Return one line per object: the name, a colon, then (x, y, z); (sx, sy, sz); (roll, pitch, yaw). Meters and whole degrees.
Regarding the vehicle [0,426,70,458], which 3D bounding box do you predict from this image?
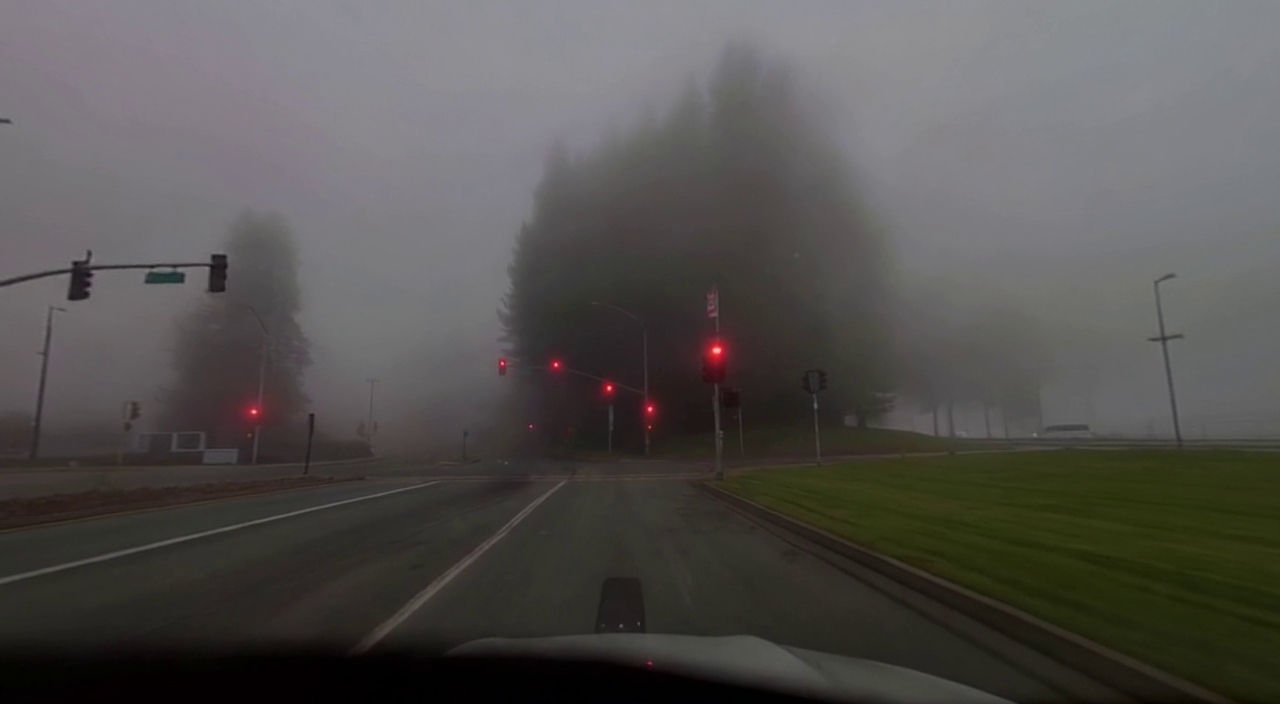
vehicle: (-41.838, 6.061, 42.257); (2.119, 2.013, 5.475); (1, -9, -3)
